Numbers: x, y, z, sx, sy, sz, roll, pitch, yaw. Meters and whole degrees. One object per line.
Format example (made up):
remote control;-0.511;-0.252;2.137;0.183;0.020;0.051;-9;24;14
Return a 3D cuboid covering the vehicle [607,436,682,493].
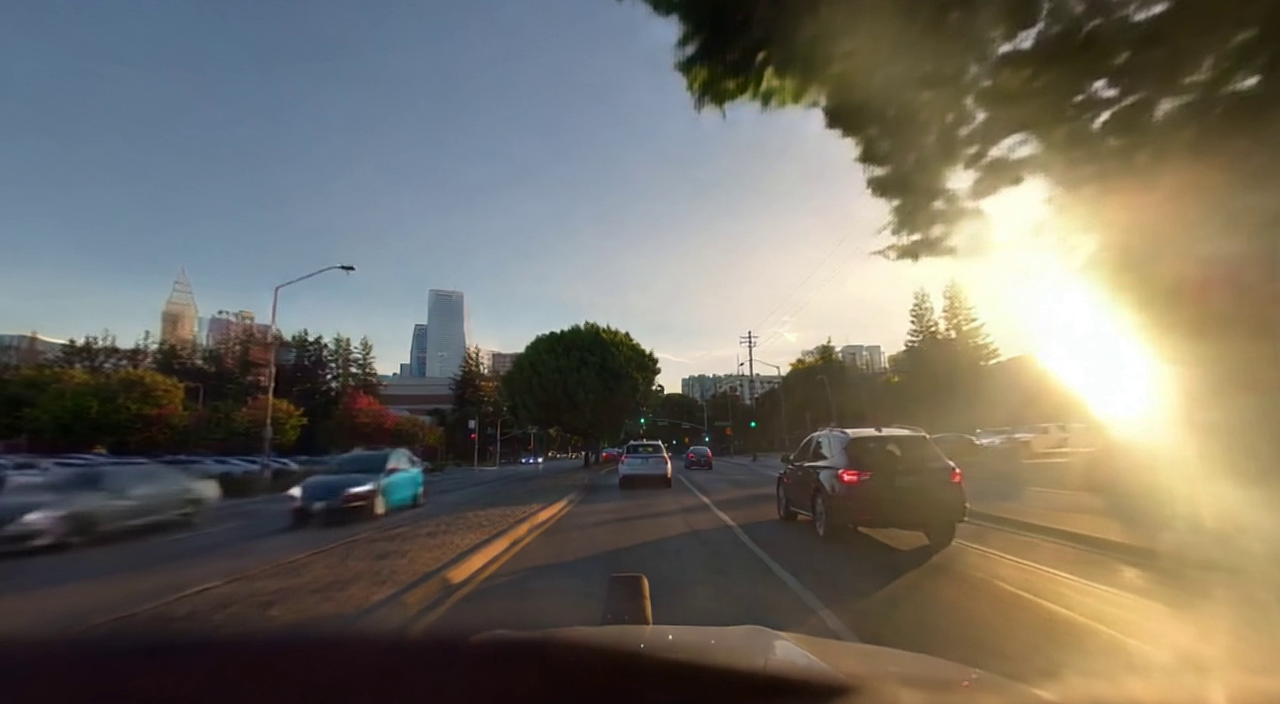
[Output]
vehicle;0.133;3.615;20.634;2.200;1.653;4.127;0;-9;0

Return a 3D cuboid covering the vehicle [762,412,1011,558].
vehicle;3.373;1.922;9.813;2.024;1.711;4.512;0;-9;0

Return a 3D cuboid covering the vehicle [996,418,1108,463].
vehicle;18.719;4.138;28.986;1.950;1.797;4.967;-3;-10;3

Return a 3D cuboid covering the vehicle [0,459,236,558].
vehicle;-10.542;2.940;12.563;1.967;1.494;4.483;0;-9;0

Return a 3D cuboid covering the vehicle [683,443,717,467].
vehicle;3.938;6.876;42.152;1.880;1.503;4.130;0;-9;0

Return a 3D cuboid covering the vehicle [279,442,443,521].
vehicle;-6.658;3.092;15.711;2.008;1.638;4.552;0;-9;0
